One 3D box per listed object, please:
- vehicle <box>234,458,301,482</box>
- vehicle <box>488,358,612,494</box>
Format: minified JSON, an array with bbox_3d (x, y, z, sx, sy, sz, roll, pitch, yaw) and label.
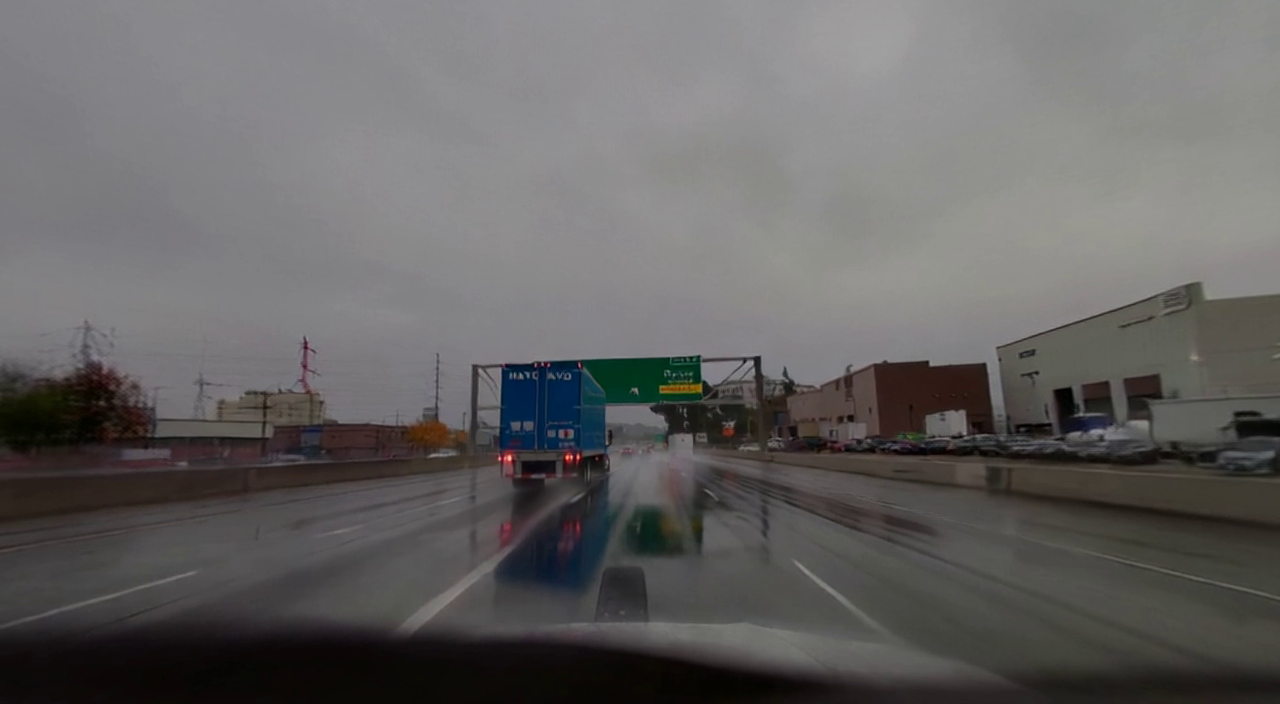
[{"bbox_3d":[-24.692,7.801,42.013,1.883,1.412,4.102,0,-8,2],"label":"vehicle"},{"bbox_3d":[-2.906,2.809,23.452,2.977,4.048,8.890,-1,-8,2],"label":"vehicle"}]
